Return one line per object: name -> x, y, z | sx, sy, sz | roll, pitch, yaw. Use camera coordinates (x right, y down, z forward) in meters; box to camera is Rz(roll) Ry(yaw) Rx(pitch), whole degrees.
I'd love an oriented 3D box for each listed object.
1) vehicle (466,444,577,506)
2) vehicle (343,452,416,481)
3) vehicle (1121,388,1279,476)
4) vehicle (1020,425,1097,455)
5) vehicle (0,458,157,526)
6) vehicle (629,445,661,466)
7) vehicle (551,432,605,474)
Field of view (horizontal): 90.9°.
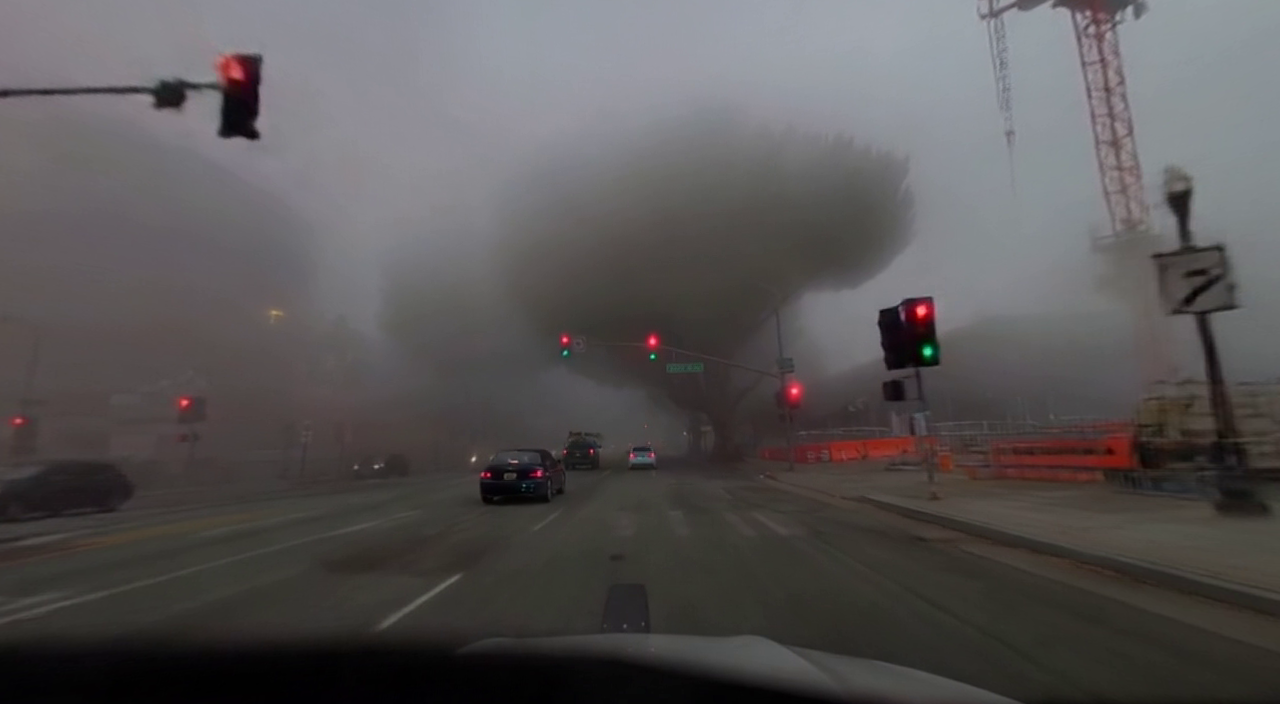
vehicle -> -2.971, 3.188, 16.852 | 1.959, 1.406, 4.527 | 0, -9, 2
vehicle -> -14.440, 6.340, 35.217 | 1.935, 1.481, 4.702 | 0, -9, 2
vehicle -> 11.971, 1.627, 12.673 | 3.500, 1.563, 1.871 | 2, -9, -19
vehicle -> 28.035, 5.914, 42.384 | 4.014, 1.681, 1.834 | 0, -11, 23
vehicle -> -15.319, 3.531, 16.457 | 1.879, 1.450, 4.279 | 0, -9, 2
vehicle -> 0.387, 7.421, 45.297 | 2.171, 1.422, 4.146 | 0, -9, 1
vehicle -> -3.169, 5.277, 33.114 | 2.240, 2.054, 4.662 | 0, -9, 1
